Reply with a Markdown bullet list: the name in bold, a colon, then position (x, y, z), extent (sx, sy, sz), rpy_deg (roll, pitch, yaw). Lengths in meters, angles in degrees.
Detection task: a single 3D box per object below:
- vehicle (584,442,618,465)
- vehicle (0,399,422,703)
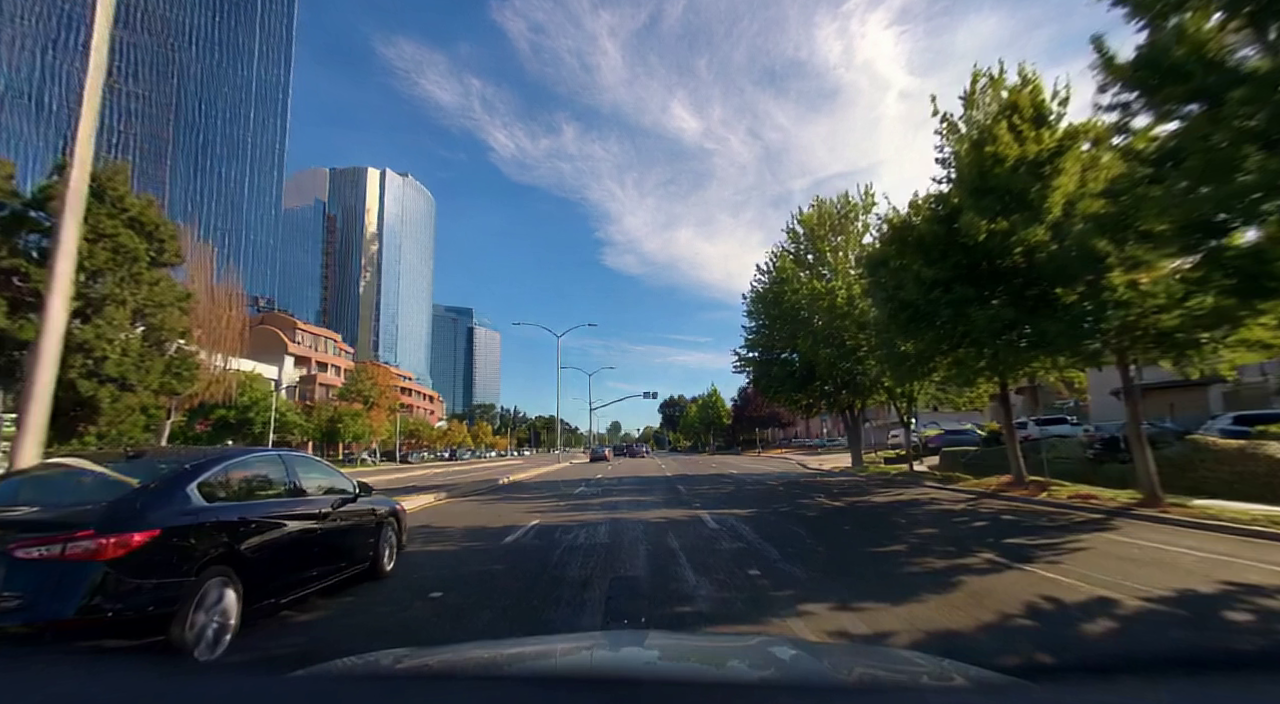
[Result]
- **vehicle**: position (-2.899, 7.738, 48.151), extent (2.197, 1.486, 4.654), rpy_deg (-4, -8, 0)
- **vehicle**: position (-3.398, 1.309, 4.500), extent (2.009, 1.489, 4.543), rpy_deg (-4, -8, 1)
